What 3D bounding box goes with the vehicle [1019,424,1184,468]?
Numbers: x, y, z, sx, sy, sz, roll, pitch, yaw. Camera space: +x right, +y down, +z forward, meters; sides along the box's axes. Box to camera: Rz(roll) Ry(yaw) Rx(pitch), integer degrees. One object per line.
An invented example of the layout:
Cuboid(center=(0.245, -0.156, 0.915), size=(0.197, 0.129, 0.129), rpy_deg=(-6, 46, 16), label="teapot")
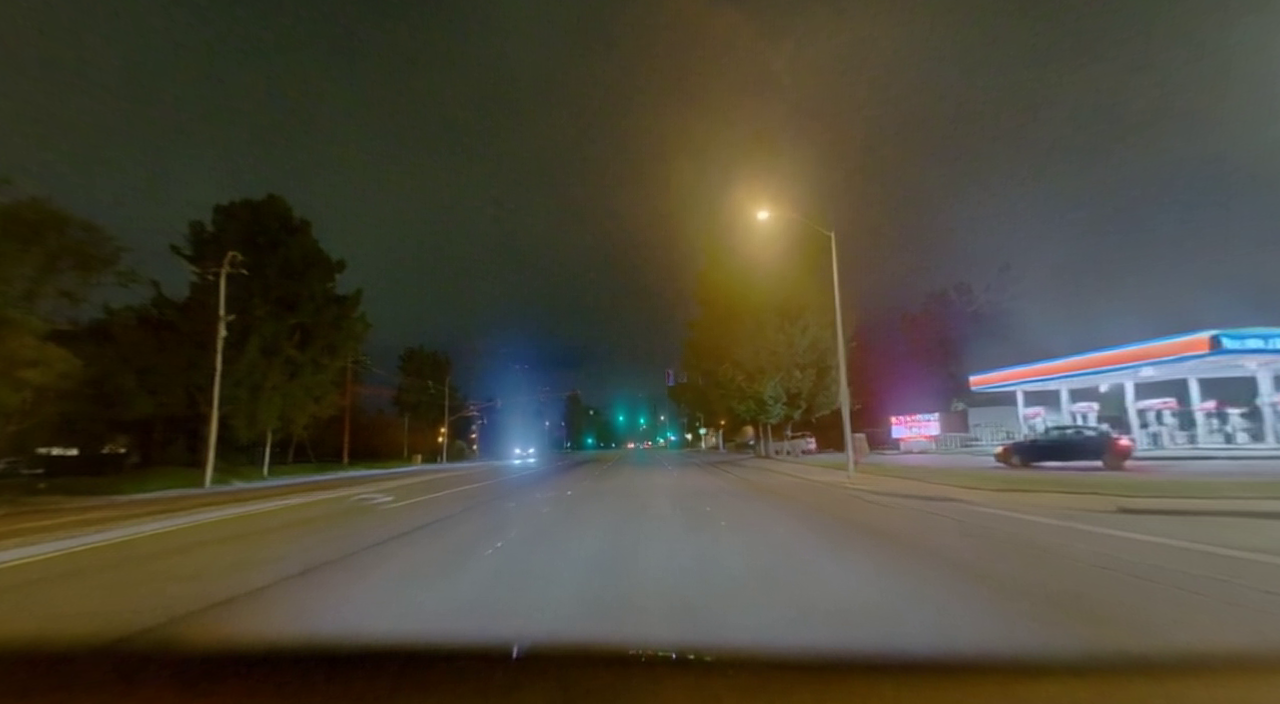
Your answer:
Cuboid(center=(17.960, 3.705, 24.896), size=(4.812, 1.567, 2.123), rpy_deg=(-4, -9, 24), label="vehicle")
